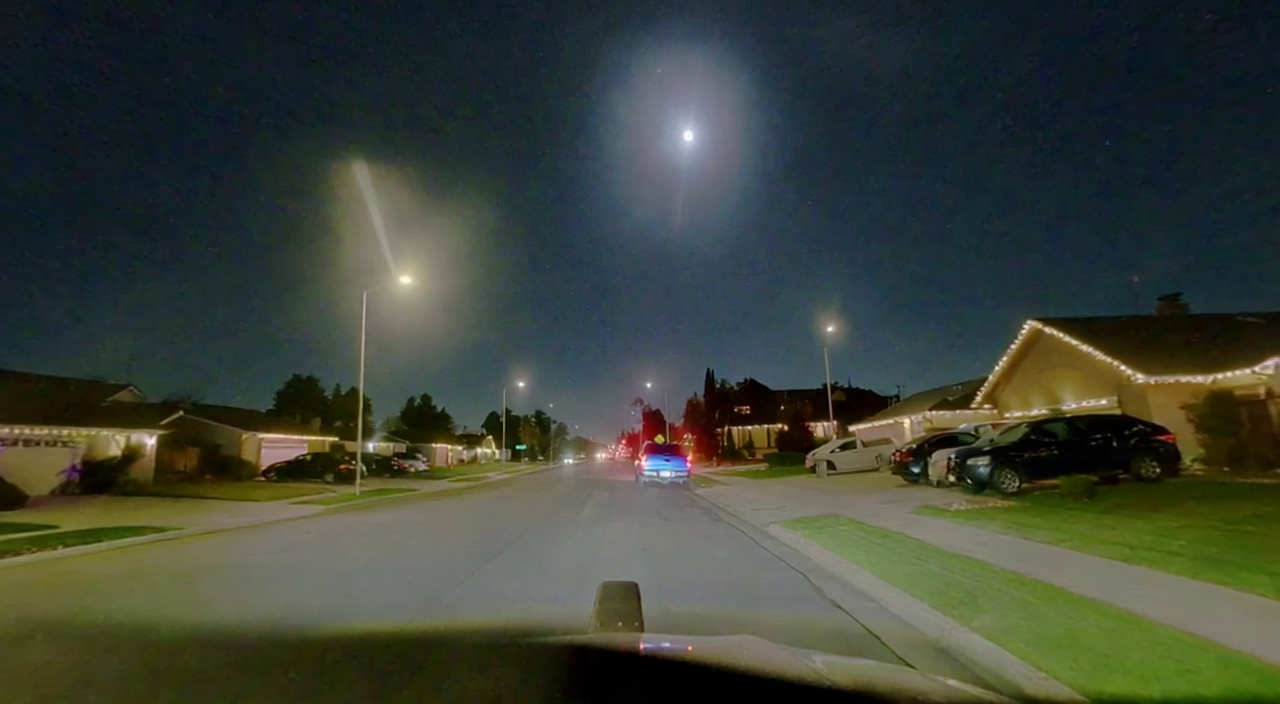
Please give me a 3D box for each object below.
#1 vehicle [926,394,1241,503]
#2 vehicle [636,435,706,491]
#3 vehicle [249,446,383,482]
[{"bbox_3d":[8.407,1.887,12.368,4.554,1.515,1.858,-6,-9,3],"label":"vehicle"},{"bbox_3d":[1.259,4.502,26.103,2.552,2.024,5.414,-1,-8,3],"label":"vehicle"},{"bbox_3d":[-14.334,4.951,28.175,4.916,1.485,1.807,0,-9,-3],"label":"vehicle"}]
